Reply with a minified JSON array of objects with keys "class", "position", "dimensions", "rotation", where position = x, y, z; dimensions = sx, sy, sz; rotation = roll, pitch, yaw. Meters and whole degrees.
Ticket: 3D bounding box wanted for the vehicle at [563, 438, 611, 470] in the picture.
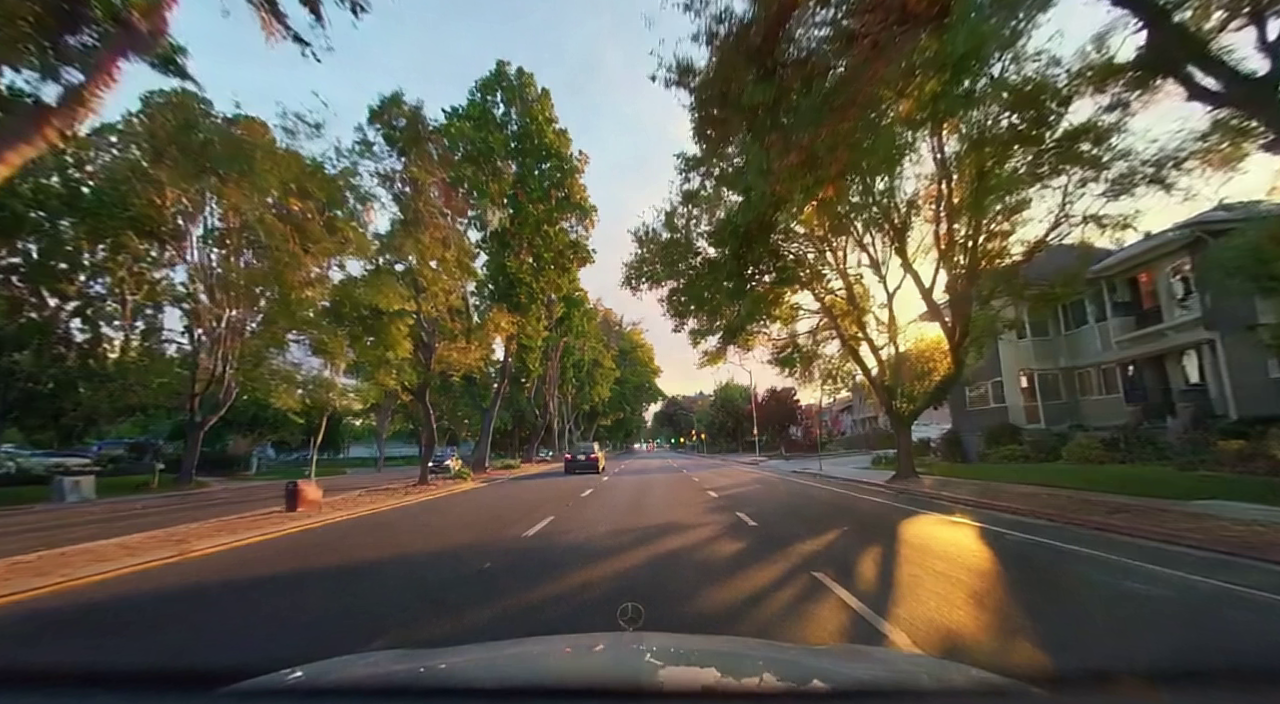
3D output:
[{"class":"vehicle","position":[-2.961,5.845,36.216],"dimensions":[2.283,1.716,4.395],"rotation":[0,-8,2]}]
